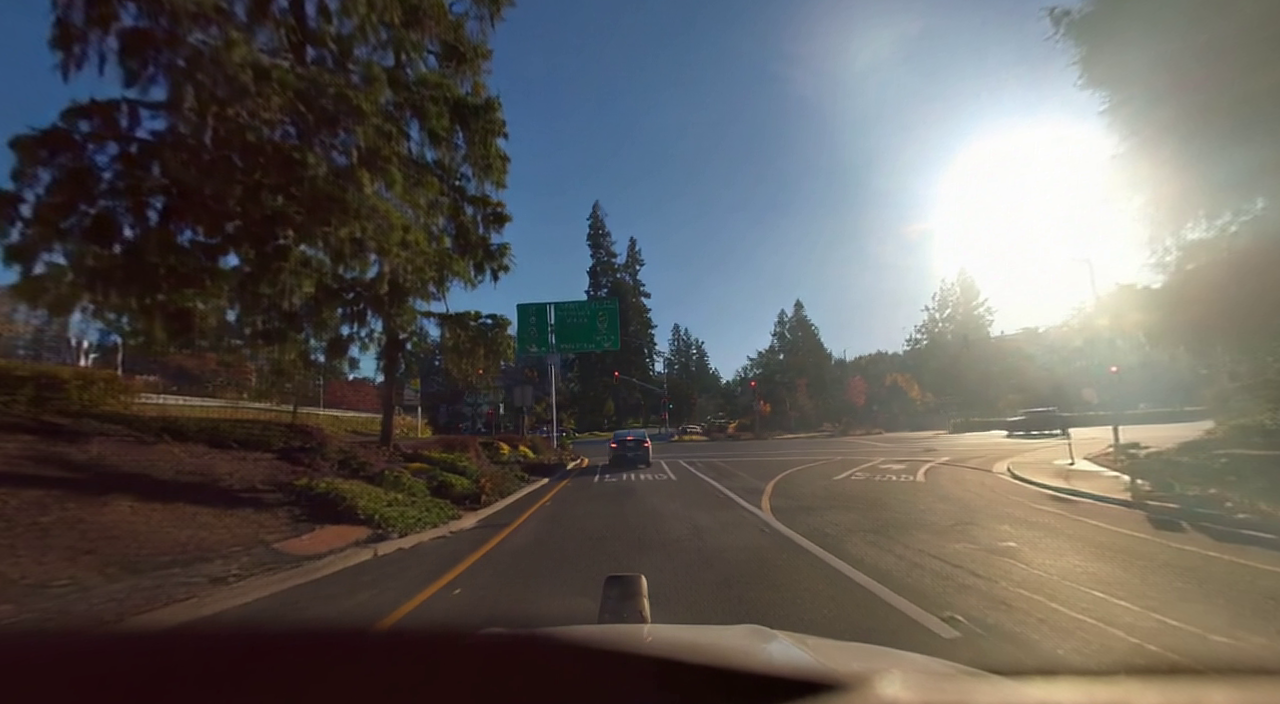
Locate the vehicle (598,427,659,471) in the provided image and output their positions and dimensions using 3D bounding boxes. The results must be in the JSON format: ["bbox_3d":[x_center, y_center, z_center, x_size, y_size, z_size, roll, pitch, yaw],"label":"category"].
[{"bbox_3d":[-0.426,3.624,23.713,2.056,1.473,4.380,0,-8,-1],"label":"vehicle"}]

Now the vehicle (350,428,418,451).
[{"bbox_3d":[-18.772,6.426,46.324,4.200,1.639,1.844,-1,-8,-1],"label":"vehicle"}]
